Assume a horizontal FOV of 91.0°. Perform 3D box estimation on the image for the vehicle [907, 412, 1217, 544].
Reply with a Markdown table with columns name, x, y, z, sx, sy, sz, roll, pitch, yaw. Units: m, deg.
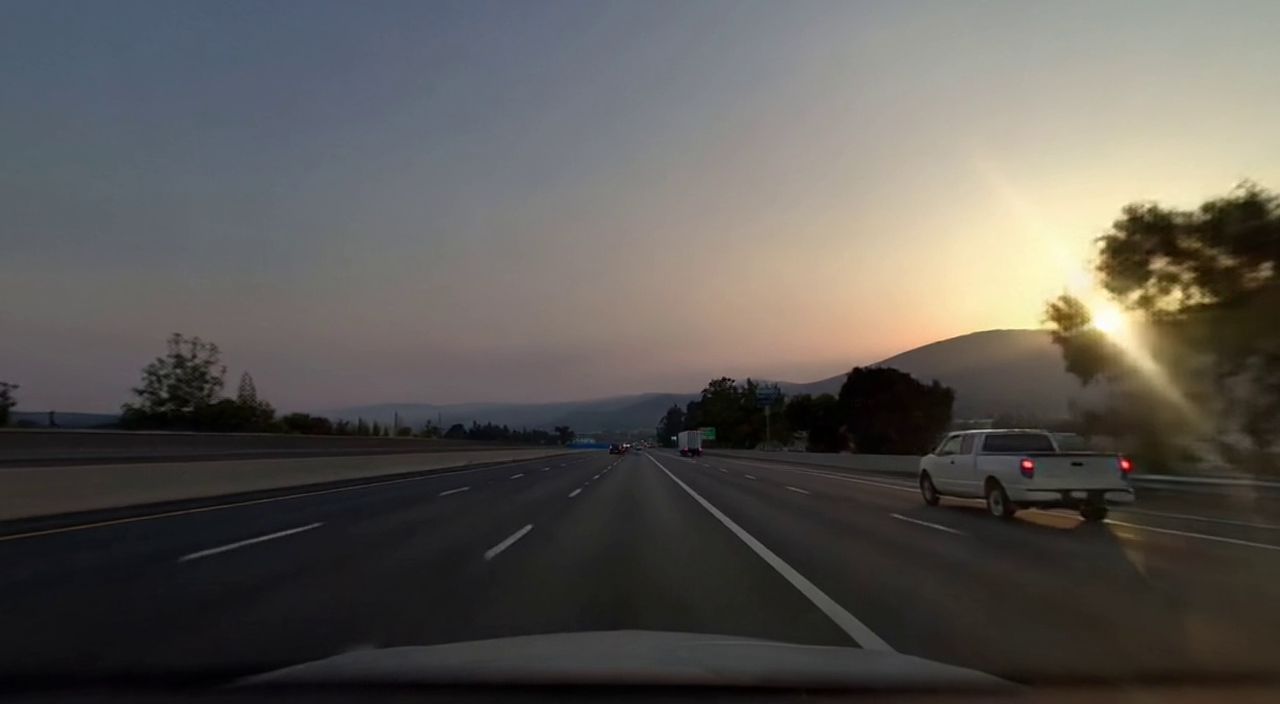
| name | x | y | z | sx | sy | sz | roll | pitch | yaw |
| --- | --- | --- | --- | --- | --- | --- | --- | --- | --- |
| vehicle | 6.692 | 2.048 | 10.871 | 2.096 | 1.767 | 4.601 | 0 | -9 | 0 |
